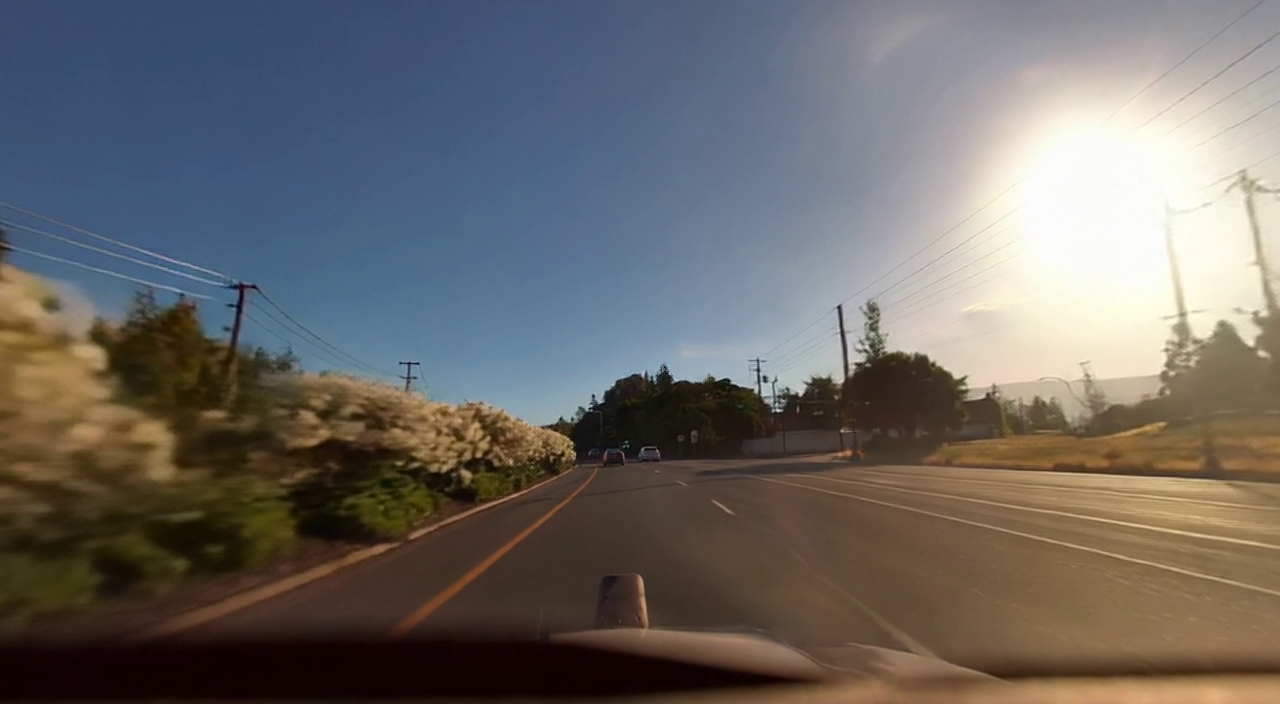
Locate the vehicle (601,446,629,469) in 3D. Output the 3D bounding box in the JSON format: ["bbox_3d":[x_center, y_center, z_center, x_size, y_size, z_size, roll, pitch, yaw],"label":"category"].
[{"bbox_3d":[-1.939,8.029,48.242,2.005,1.633,4.044,0,-8,-4],"label":"vehicle"}]
